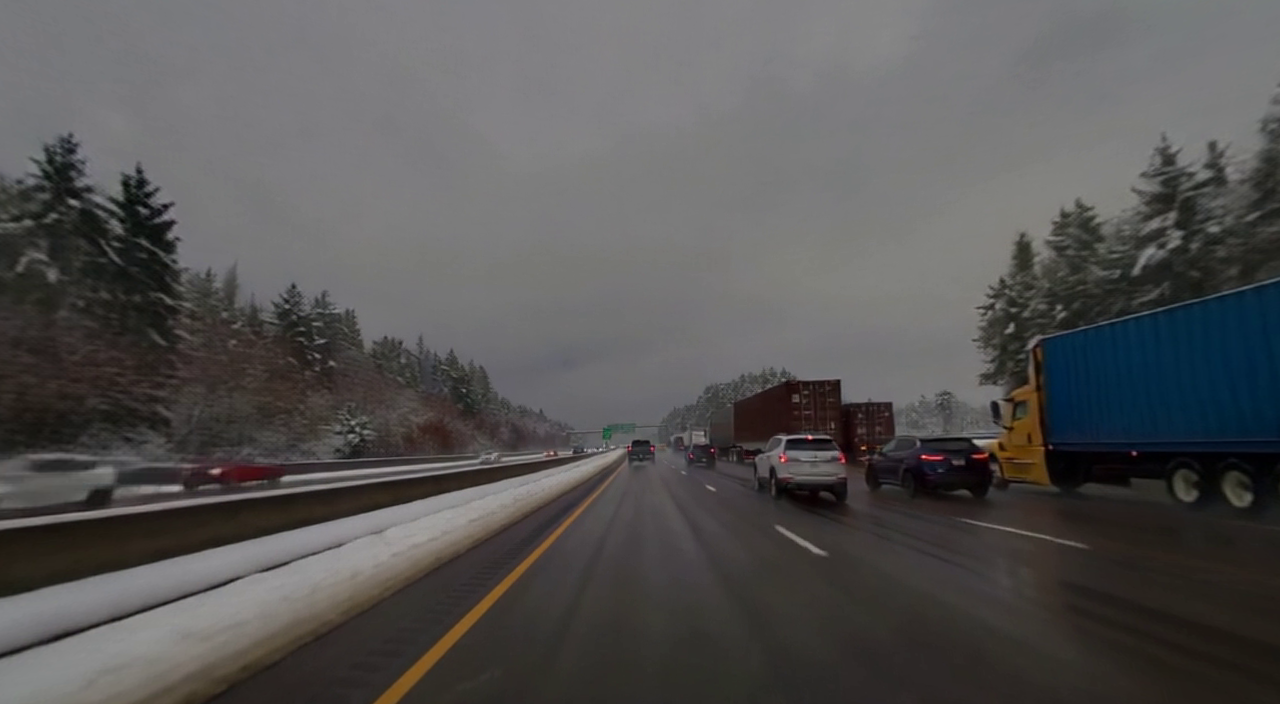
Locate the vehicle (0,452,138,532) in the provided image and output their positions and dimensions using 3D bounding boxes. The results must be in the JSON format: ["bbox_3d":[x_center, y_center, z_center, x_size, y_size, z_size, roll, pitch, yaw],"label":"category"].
[{"bbox_3d":[-13.289,2.854,12.935,1.920,1.481,4.706,0,-8,1],"label":"vehicle"}]

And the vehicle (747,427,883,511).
[{"bbox_3d":[3.959,2.705,15.012,1.972,1.693,4.139,0,-8,-1],"label":"vehicle"}]

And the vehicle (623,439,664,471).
[{"bbox_3d":[0.240,6.083,37.322,2.313,1.736,4.215,0,-8,1],"label":"vehicle"}]

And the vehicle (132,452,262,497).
[{"bbox_3d":[-17.147,4.733,24.594,1.925,1.527,4.257,0,-8,1],"label":"vehicle"}]

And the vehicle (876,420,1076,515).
[{"bbox_3d":[7.464,2.597,14.674,1.985,1.835,4.681,0,-8,-1],"label":"vehicle"}]

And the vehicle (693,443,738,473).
[{"bbox_3d":[4.032,5.726,34.256,1.888,1.501,4.608,0,-8,0],"label":"vehicle"}]

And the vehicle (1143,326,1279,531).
[{"bbox_3d":[11.605,0.859,7.590,2.786,3.226,9.750,0,-8,-1],"label":"vehicle"}]
